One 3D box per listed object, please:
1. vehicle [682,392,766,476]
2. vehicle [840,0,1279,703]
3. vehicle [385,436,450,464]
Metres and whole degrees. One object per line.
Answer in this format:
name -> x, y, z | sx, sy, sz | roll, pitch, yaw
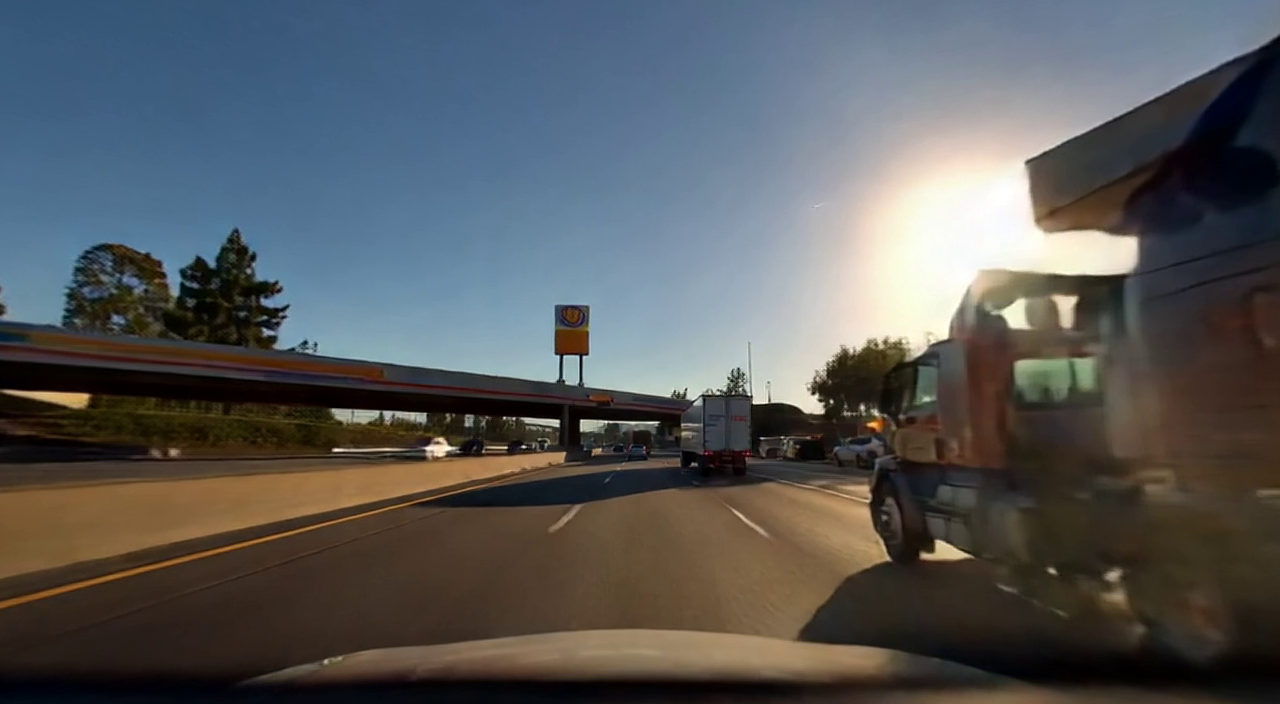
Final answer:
vehicle -> 4.466, 4.989, 37.270 | 2.881, 3.995, 14.382 | 0, -9, -1
vehicle -> 4.023, 0.116, 4.679 | 3.007, 3.965, 5.971 | 0, -9, 0
vehicle -> -12.281, 5.456, 35.105 | 1.939, 1.454, 4.448 | 0, -9, 0
